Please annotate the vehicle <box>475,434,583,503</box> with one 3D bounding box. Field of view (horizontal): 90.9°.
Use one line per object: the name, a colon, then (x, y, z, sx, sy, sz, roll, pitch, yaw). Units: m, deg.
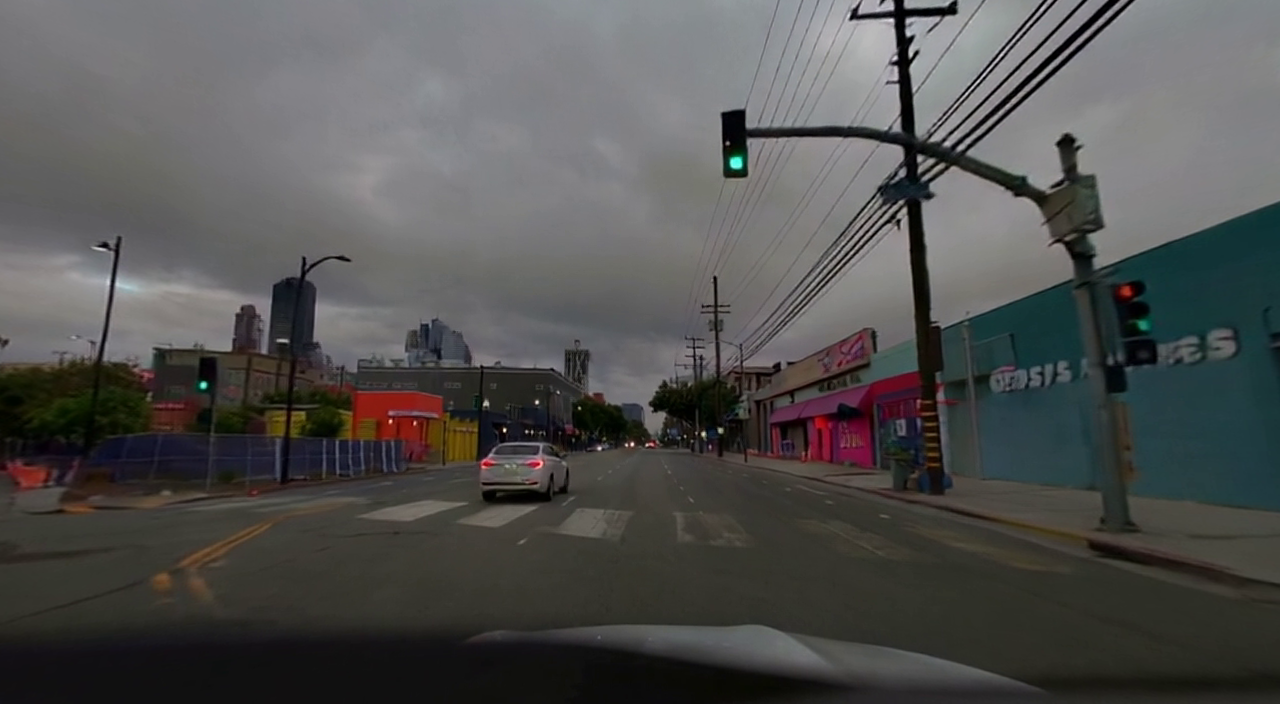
vehicle: (-2.839, 3.114, 17.235, 2.036, 1.589, 4.549, -1, -9, 1)
